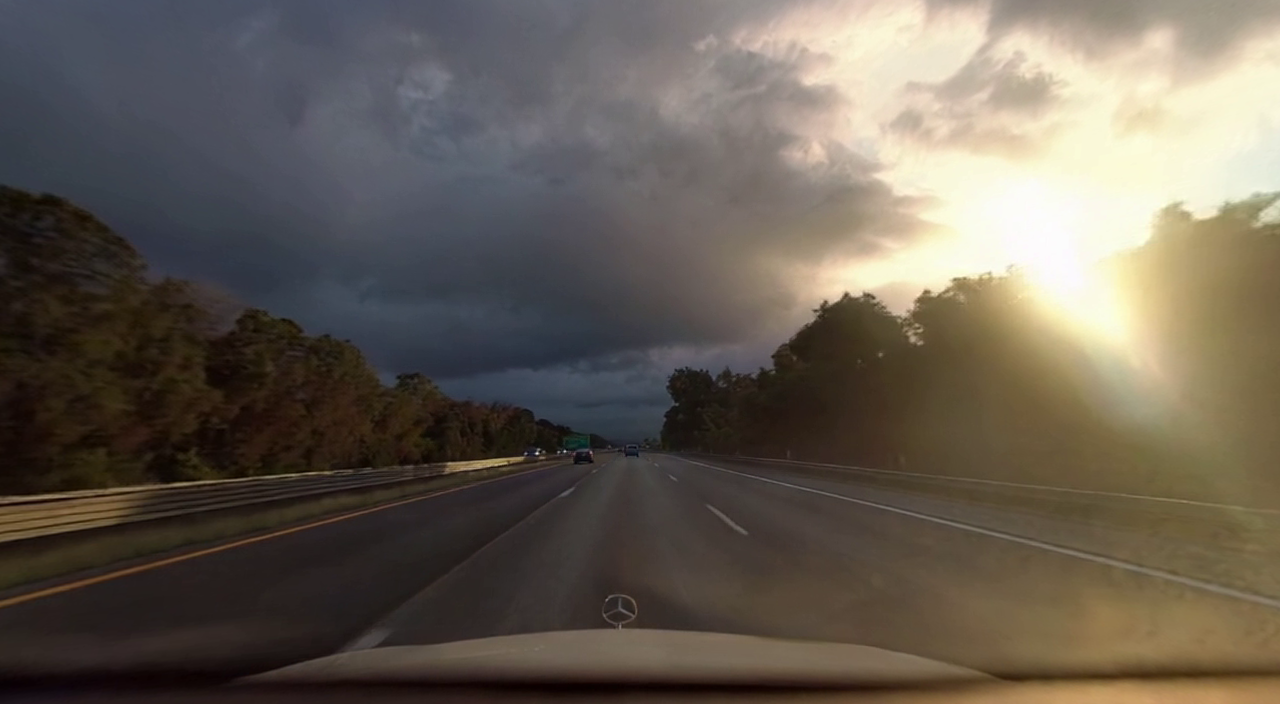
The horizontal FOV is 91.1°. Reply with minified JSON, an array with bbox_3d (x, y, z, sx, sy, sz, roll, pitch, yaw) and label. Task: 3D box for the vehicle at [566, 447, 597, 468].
[{"bbox_3d":[-4.357,7.942,47.486,1.970,1.492,3.944,0,-9,0],"label":"vehicle"}]
